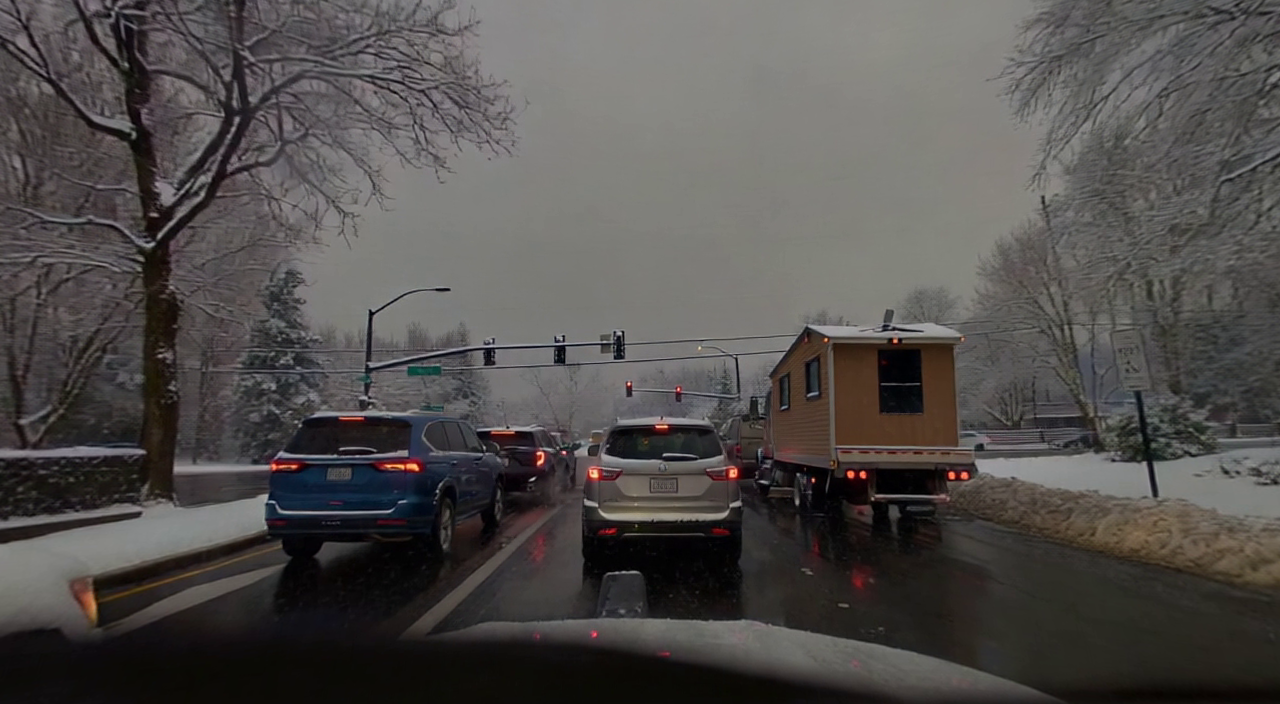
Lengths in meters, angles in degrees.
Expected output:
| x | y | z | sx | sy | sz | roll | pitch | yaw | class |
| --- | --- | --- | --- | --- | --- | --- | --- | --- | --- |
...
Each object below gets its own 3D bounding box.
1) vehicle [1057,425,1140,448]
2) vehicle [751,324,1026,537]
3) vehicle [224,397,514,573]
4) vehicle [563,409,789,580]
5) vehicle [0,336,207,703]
| x | y | z | sx | sy | sz | roll | pitch | yaw | class |
| --- | --- | --- | --- | --- | --- | --- | --- | --- | --- |
| 33.170 | 6.159 | 45.876 | 4.671 | 1.595 | 1.824 | -6 | -10 | 31 | vehicle |
| 3.683 | 1.403 | 11.010 | 2.531 | 2.750 | 5.595 | 0 | -9 | 1 | vehicle |
| -3.267 | 1.716 | 8.851 | 2.085 | 1.812 | 4.388 | 0 | -9 | 0 | vehicle |
| 0.354 | 1.701 | 8.309 | 2.189 | 1.649 | 4.171 | 0 | -9 | 0 | vehicle |
| -3.434 | 0.670 | 1.476 | 1.952 | 1.730 | 4.116 | 0 | -9 | -1 | vehicle |
